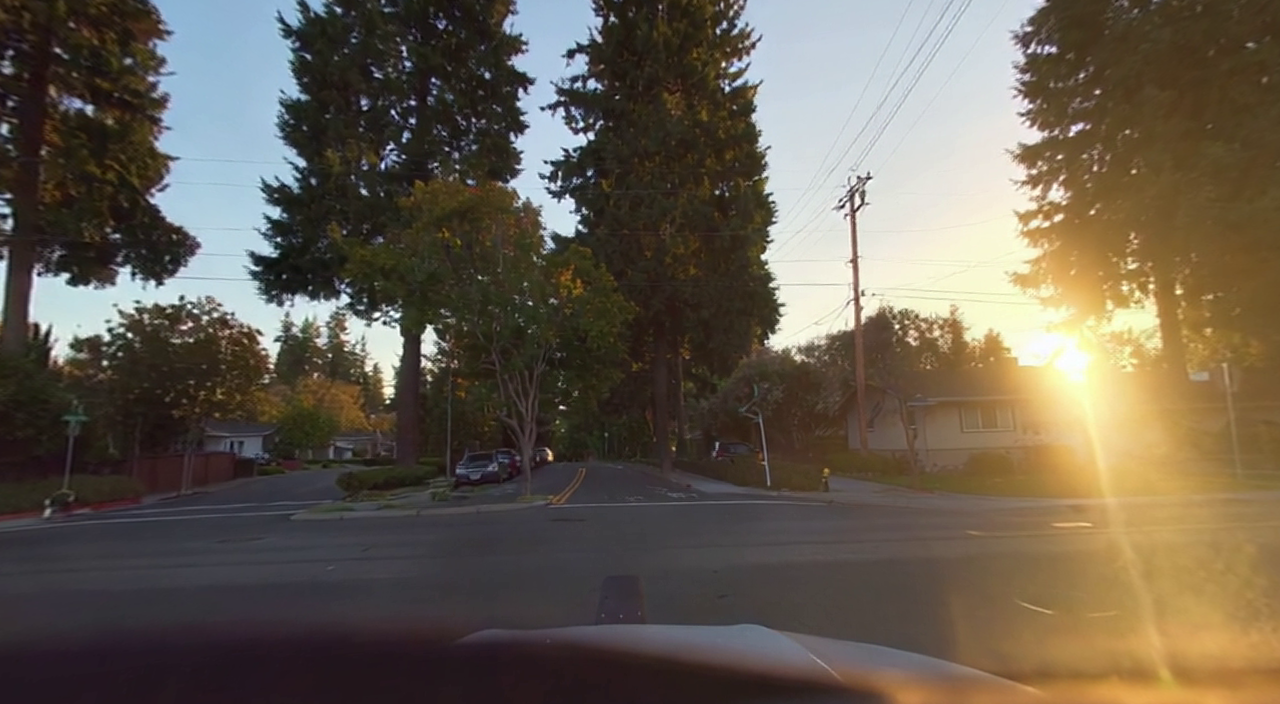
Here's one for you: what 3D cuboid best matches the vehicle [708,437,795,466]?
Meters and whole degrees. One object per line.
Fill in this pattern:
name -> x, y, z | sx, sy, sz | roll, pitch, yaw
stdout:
vehicle -> 6.683, 6.005, 38.286 | 4.784, 1.647, 1.947 | 1, -8, -6
